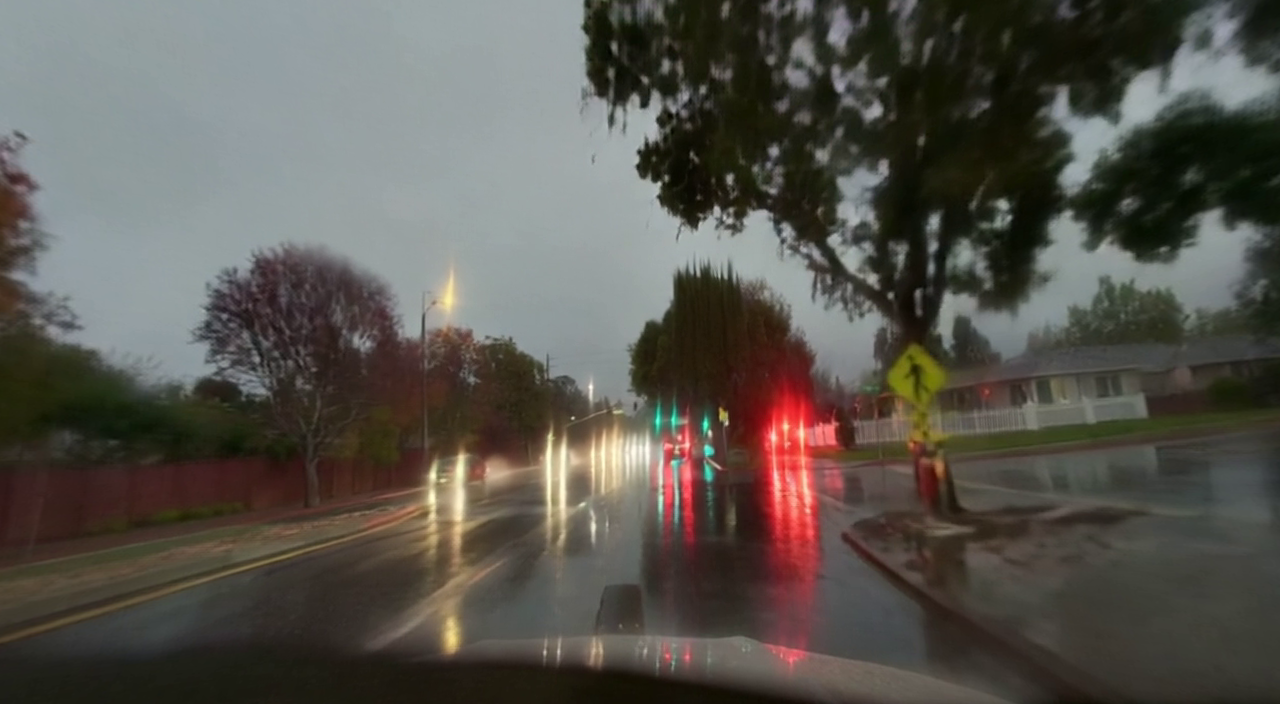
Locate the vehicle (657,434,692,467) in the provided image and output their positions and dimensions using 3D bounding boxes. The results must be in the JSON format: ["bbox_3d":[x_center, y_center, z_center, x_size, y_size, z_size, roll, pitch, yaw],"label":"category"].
[{"bbox_3d":[2.250,6.295,40.357,2.059,1.908,4.714,-1,-8,5],"label":"vehicle"}]

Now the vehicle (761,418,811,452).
[{"bbox_3d":[10.643,6.183,46.463,2.531,2.263,6.802,-1,-8,4],"label":"vehicle"}]

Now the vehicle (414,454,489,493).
[{"bbox_3d":[-9.576,6.188,32.398,2.014,1.734,4.482,-2,-8,7],"label":"vehicle"}]
